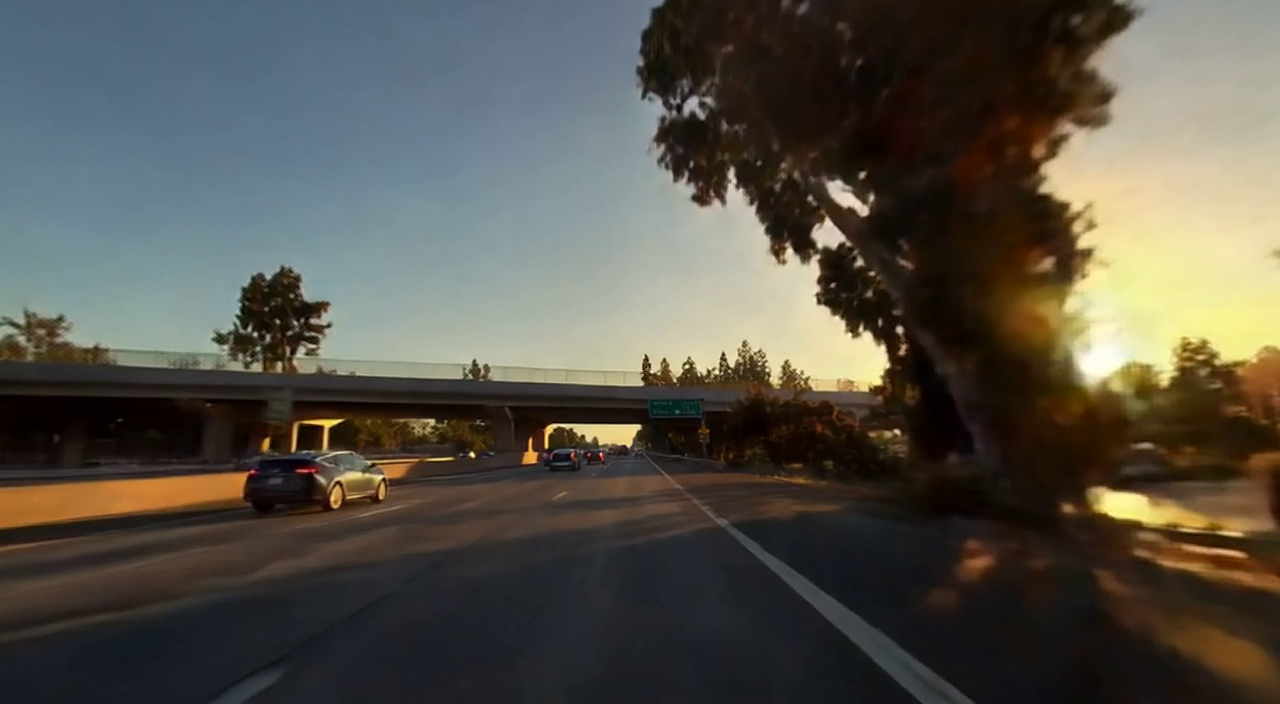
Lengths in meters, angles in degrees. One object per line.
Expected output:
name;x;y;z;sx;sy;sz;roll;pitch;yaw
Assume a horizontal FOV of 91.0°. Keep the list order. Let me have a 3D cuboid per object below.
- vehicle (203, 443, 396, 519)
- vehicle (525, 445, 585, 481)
vehicle;-7.734;2.947;14.985;2.002;1.507;4.631;0;-9;0
vehicle;-3.944;5.252;30.127;2.102;1.571;4.666;0;-9;1
